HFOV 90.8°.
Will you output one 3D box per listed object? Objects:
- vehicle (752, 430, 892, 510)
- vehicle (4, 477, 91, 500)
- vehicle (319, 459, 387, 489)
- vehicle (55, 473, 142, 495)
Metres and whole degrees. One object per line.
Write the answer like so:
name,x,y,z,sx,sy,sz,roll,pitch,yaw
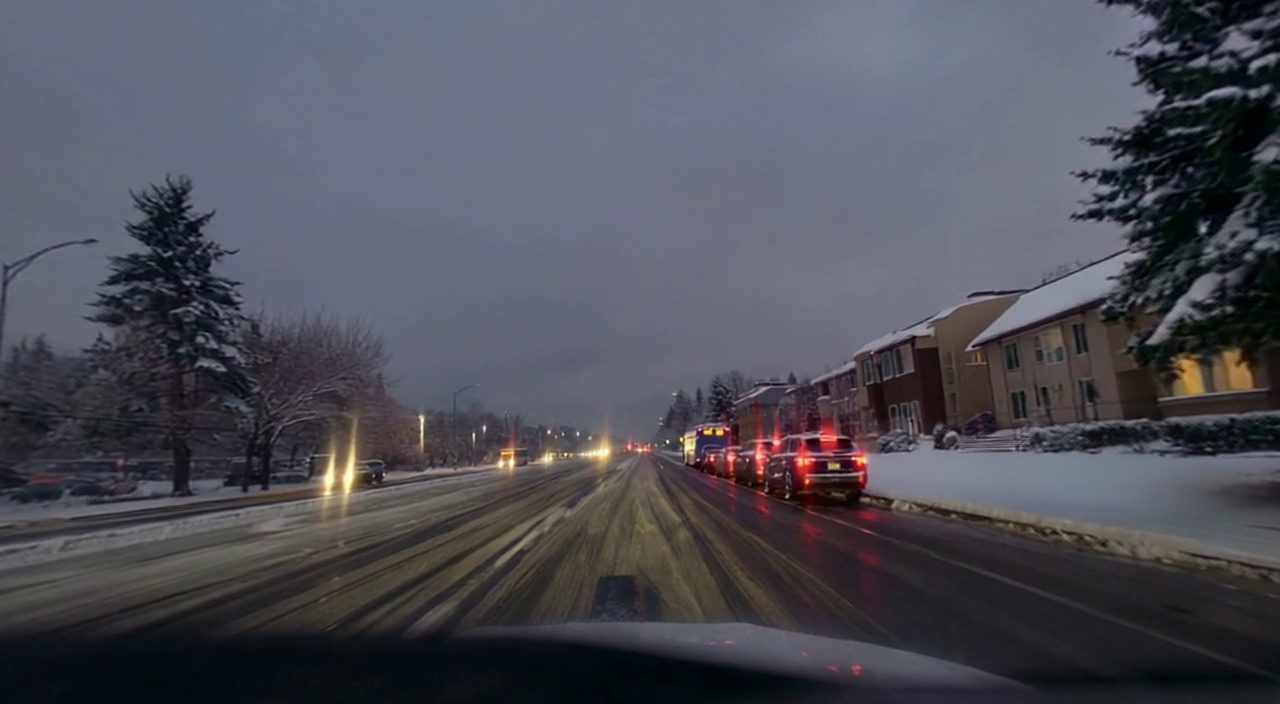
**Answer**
vehicle,4.438,2.953,16.328,2.094,1.731,4.763,0,-9,-1
vehicle,-42.201,9.722,45.016,4.357,1.435,1.816,0,-9,1
vehicle,-19.576,8.331,43.392,2.166,1.804,4.897,-1,-9,3
vehicle,-41.410,10.096,48.423,4.609,1.553,2.129,0,-9,-2
